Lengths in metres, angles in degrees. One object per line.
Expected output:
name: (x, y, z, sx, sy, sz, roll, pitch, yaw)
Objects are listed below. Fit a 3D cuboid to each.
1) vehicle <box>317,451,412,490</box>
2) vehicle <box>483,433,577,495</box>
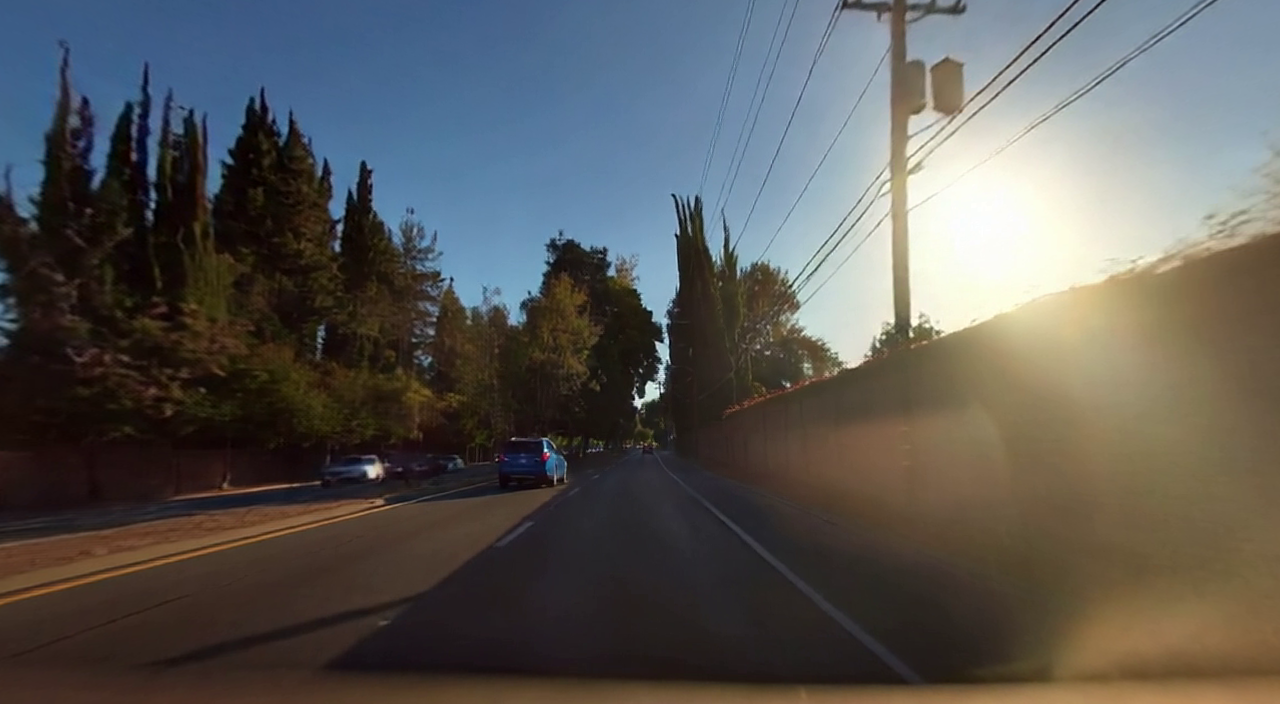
vehicle: (-12.007, 5.164, 27.828, 1.988, 1.494, 4.693, 0, -8, 1)
vehicle: (-3.356, 3.516, 20.198, 2.147, 1.730, 4.555, 0, -8, 1)
